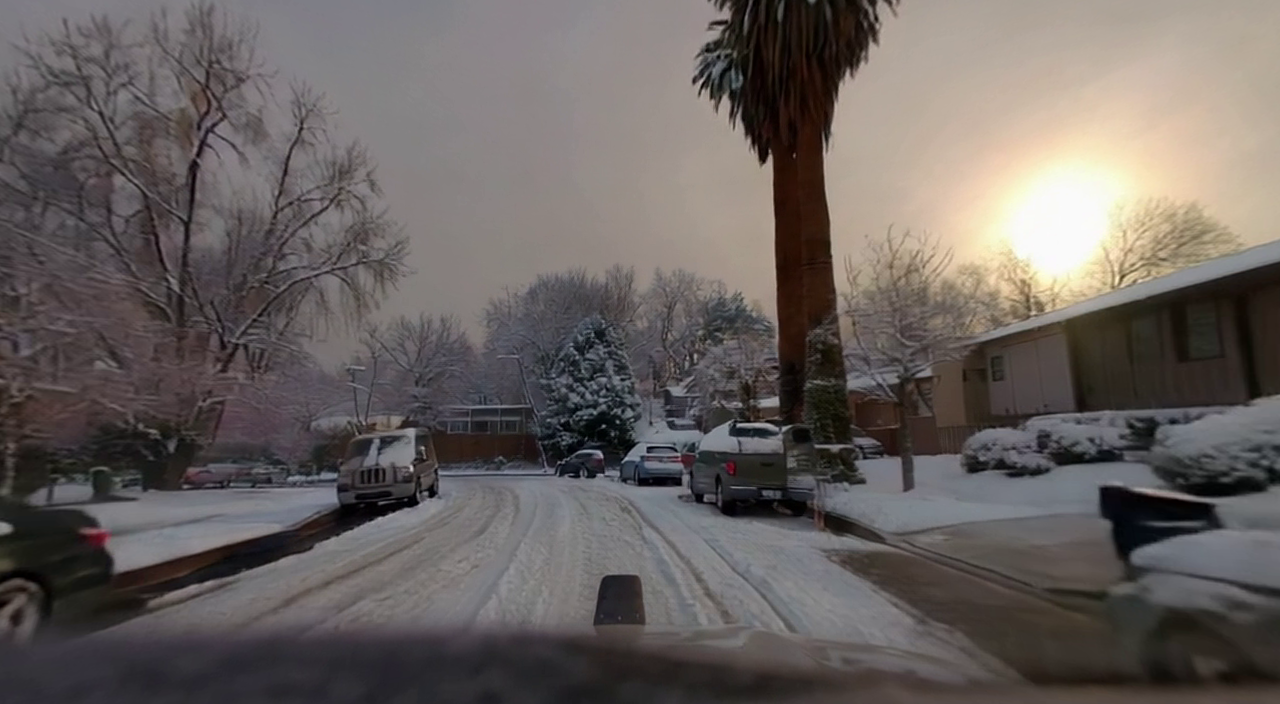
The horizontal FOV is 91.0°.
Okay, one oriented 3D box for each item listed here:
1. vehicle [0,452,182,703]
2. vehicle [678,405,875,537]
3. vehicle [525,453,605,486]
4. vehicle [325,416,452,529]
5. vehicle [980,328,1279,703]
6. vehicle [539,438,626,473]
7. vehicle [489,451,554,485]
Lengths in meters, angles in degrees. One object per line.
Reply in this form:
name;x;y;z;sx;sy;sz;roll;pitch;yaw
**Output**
vehicle;-4.841;1.238;2.909;1.908;1.482;4.612;0;-8;1
vehicle;2.266;2.181;12.169;2.139;1.997;4.864;1;-9;-7
vehicle;-3.932;5.939;32.193;2.108;1.503;4.977;5;-10;-31
vehicle;-6.704;3.239;17.541;2.337;2.289;6.092;-6;-8;-15
vehicle;2.681;0.656;0.852;2.076;1.658;4.604;0;-9;4
vehicle;-3.942;7.101;43.381;5.510;2.121;2.129;0;-9;14
vehicle;-6.980;6.684;36.681;1.918;1.753;4.655;6;-10;-35
